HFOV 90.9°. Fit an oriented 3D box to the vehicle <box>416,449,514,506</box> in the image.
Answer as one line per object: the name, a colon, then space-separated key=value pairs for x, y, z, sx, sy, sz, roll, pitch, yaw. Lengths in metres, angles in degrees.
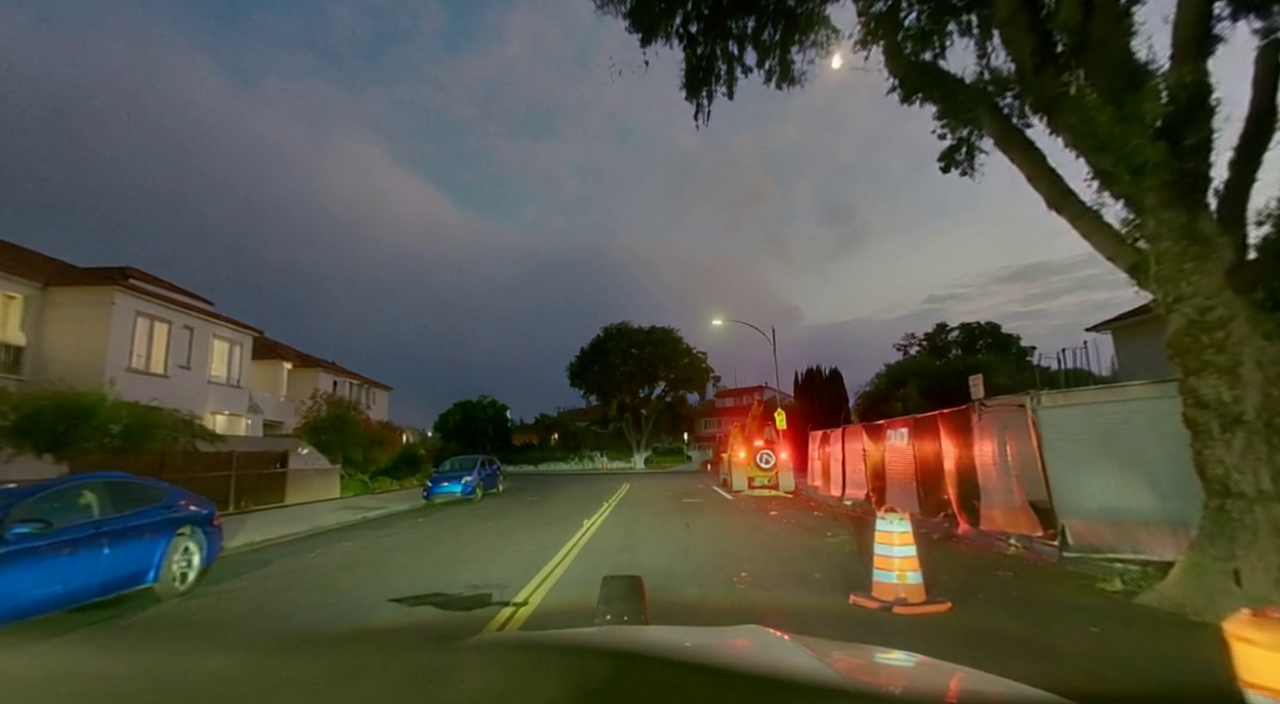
vehicle: x=-6.410 y=4.610 z=23.735 sx=2.220 sy=1.765 sz=4.799 roll=0 pitch=-7 yaw=1

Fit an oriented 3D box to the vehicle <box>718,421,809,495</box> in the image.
vehicle: x=4.670 y=4.075 z=24.541 sx=2.501 sy=2.613 sz=3.505 roll=1 pitch=-9 yaw=-6

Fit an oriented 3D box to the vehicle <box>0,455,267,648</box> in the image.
vehicle: x=-6.482 y=1.964 z=6.746 sx=1.974 sy=1.479 sz=4.888 roll=0 pitch=-7 yaw=1
